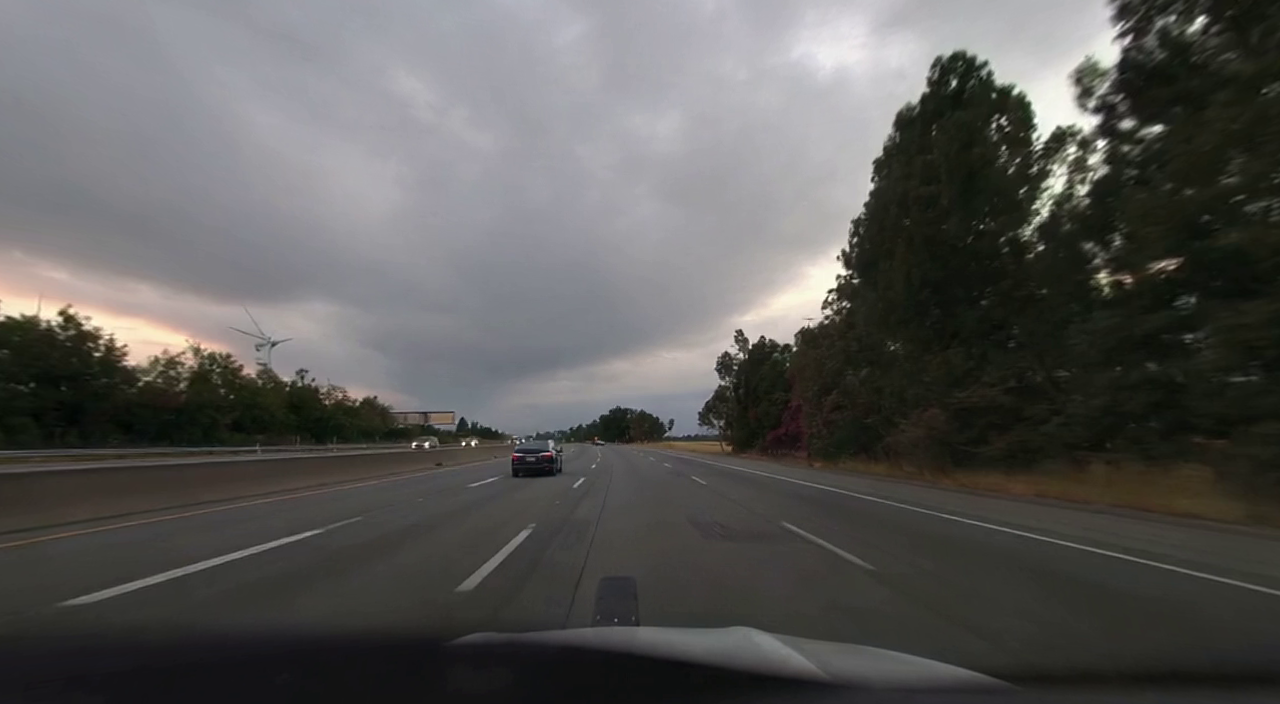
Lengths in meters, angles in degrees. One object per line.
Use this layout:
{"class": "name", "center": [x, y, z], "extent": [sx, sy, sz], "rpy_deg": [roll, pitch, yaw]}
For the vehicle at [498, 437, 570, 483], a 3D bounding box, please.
{"class": "vehicle", "center": [-3.840, 3.974, 23.514], "extent": [2.053, 1.549, 4.097], "rpy_deg": [0, -8, -1]}
